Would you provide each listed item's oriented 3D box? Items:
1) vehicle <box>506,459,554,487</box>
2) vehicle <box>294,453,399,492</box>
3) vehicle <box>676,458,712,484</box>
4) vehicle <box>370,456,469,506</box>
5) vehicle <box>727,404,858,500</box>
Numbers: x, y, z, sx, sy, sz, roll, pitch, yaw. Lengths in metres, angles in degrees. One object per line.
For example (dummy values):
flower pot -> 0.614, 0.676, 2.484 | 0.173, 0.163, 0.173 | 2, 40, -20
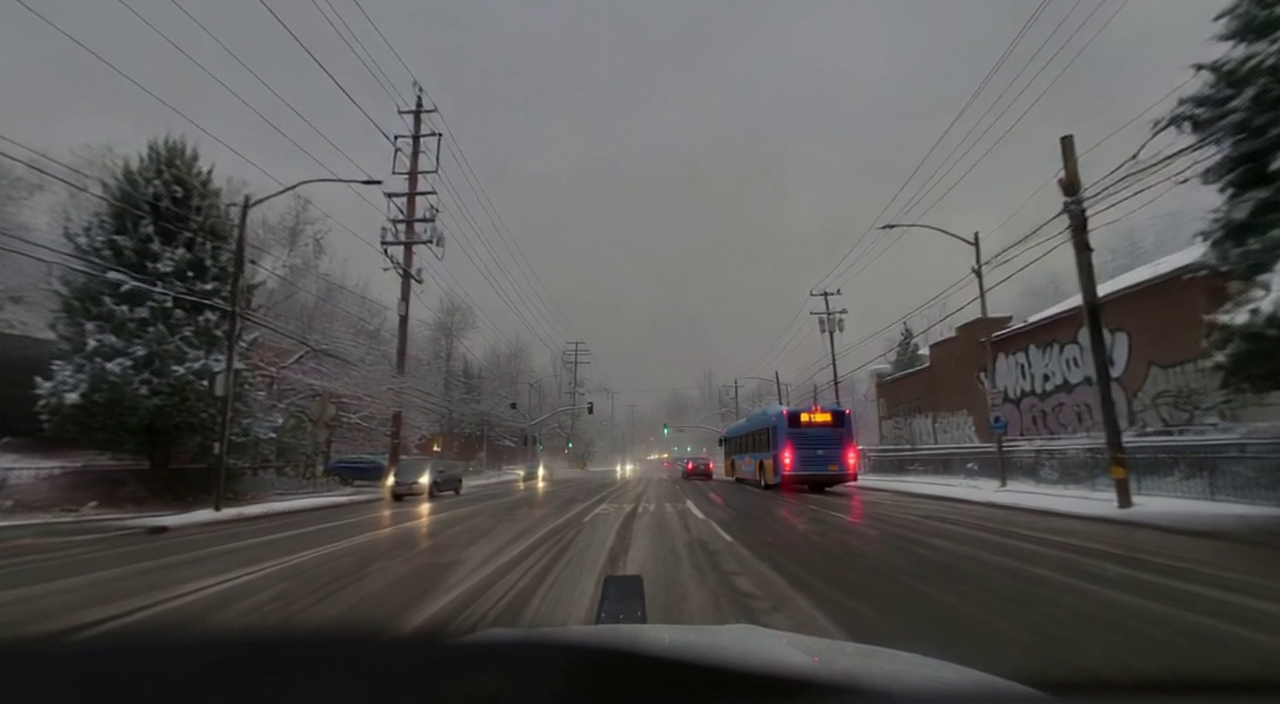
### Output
vehicle -> -7.393, 8.172, 42.818 | 2.017, 1.659, 4.405 | -1, -9, 7
vehicle -> -15.632, 6.417, 33.969 | 4.719, 1.903, 2.051 | 2, -9, -13
vehicle -> 3.473, 7.755, 41.380 | 1.961, 1.470, 4.196 | 0, -9, 0
vehicle -> -8.476, 4.988, 24.807 | 2.011, 1.672, 4.637 | -1, -9, 3
vehicle -> 6.409, 4.573, 29.312 | 3.045, 3.447, 12.604 | 0, -9, 1
